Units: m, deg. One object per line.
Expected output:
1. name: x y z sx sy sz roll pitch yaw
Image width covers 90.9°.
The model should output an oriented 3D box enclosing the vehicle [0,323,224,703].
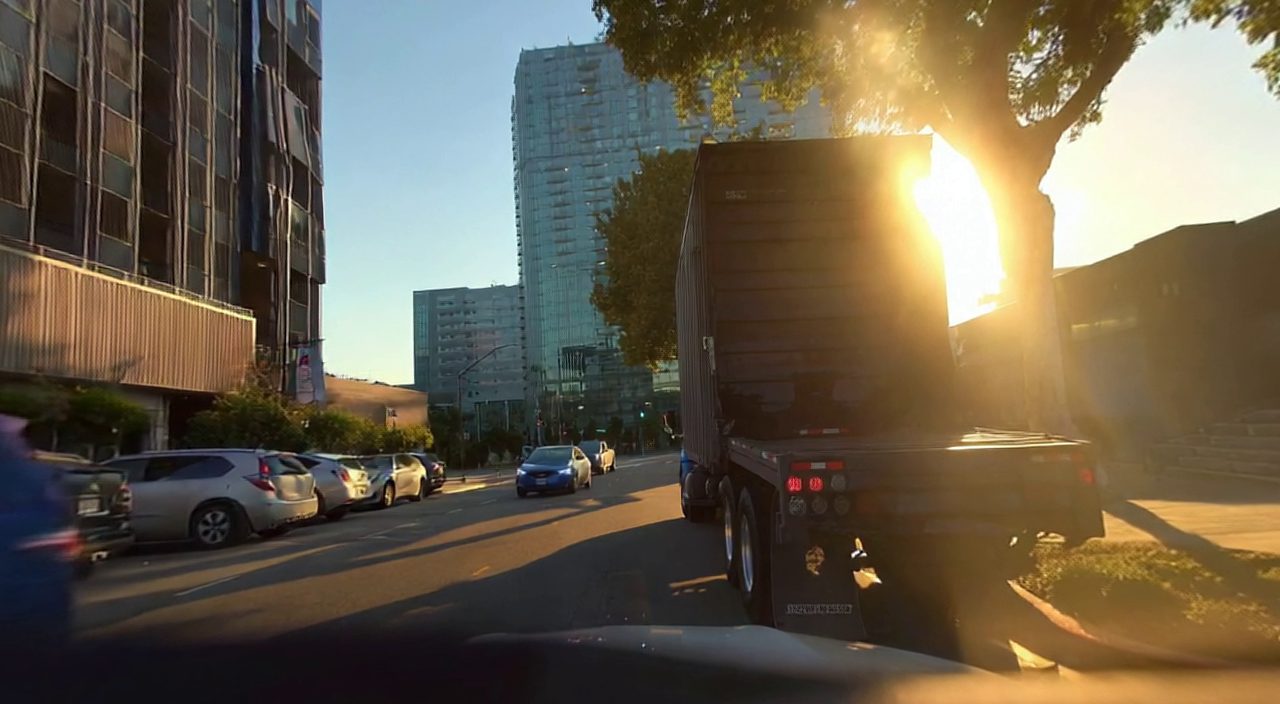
1. vehicle: -3.434 0.618 0.938 2.223 1.804 4.746 0 -8 2

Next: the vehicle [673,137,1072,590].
1. vehicle: 2.544 0.852 11.417 3.320 4.034 11.553 -1 -8 6

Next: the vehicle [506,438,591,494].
1. vehicle: -2.767 3.550 20.093 2.183 1.563 4.257 0 -8 -2
